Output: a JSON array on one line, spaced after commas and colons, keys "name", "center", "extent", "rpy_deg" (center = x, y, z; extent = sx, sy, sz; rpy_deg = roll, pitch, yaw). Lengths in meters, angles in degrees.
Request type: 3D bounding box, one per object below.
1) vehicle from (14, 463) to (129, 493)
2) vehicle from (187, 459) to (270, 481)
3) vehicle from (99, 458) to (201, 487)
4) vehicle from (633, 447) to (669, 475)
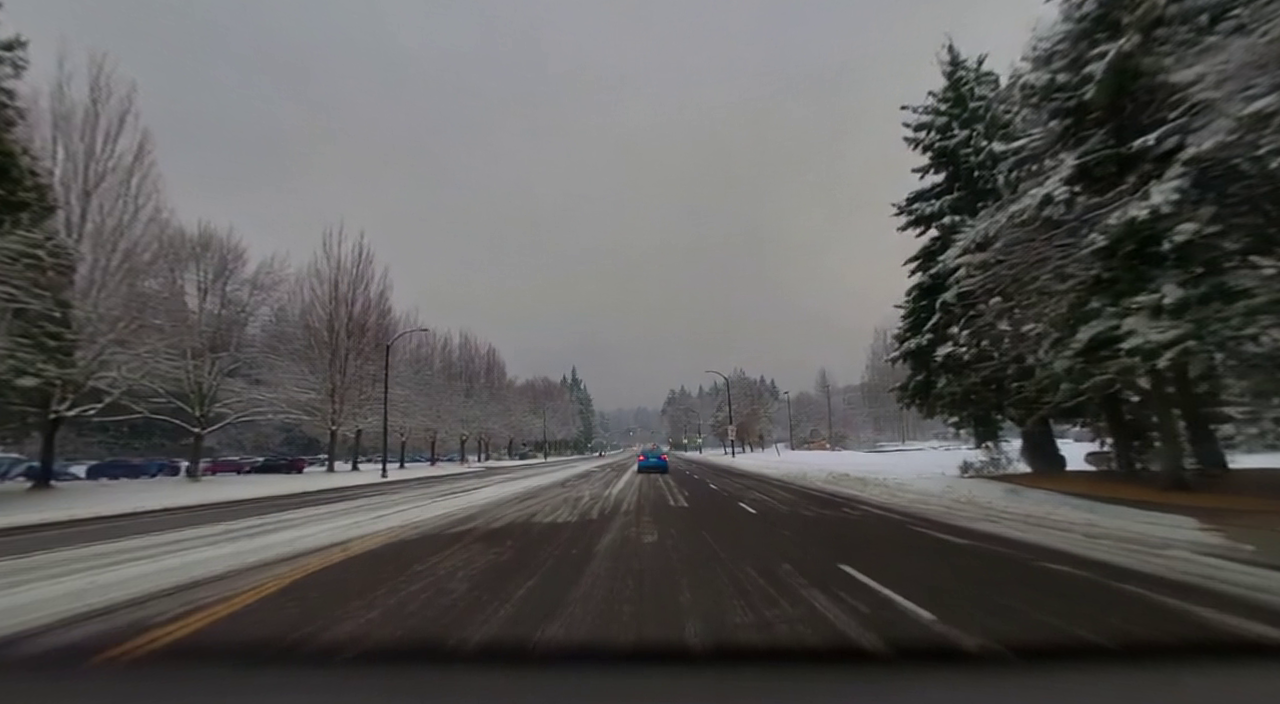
[{"name": "vehicle", "center": [-29.918, 6.624, 33.260], "extent": [4.316, 1.438, 1.843], "rpy_deg": [-1, -8, 1]}, {"name": "vehicle", "center": [-29.934, 8.573, 45.948], "extent": [4.617, 1.450, 1.968], "rpy_deg": [-1, -8, 1]}, {"name": "vehicle", "center": [-29.503, 7.262, 38.070], "extent": [4.389, 1.588, 2.048], "rpy_deg": [0, -8, 1]}, {"name": "vehicle", "center": [0.591, 6.211, 36.147], "extent": [1.978, 1.499, 3.915], "rpy_deg": [0, -8, 0]}]
